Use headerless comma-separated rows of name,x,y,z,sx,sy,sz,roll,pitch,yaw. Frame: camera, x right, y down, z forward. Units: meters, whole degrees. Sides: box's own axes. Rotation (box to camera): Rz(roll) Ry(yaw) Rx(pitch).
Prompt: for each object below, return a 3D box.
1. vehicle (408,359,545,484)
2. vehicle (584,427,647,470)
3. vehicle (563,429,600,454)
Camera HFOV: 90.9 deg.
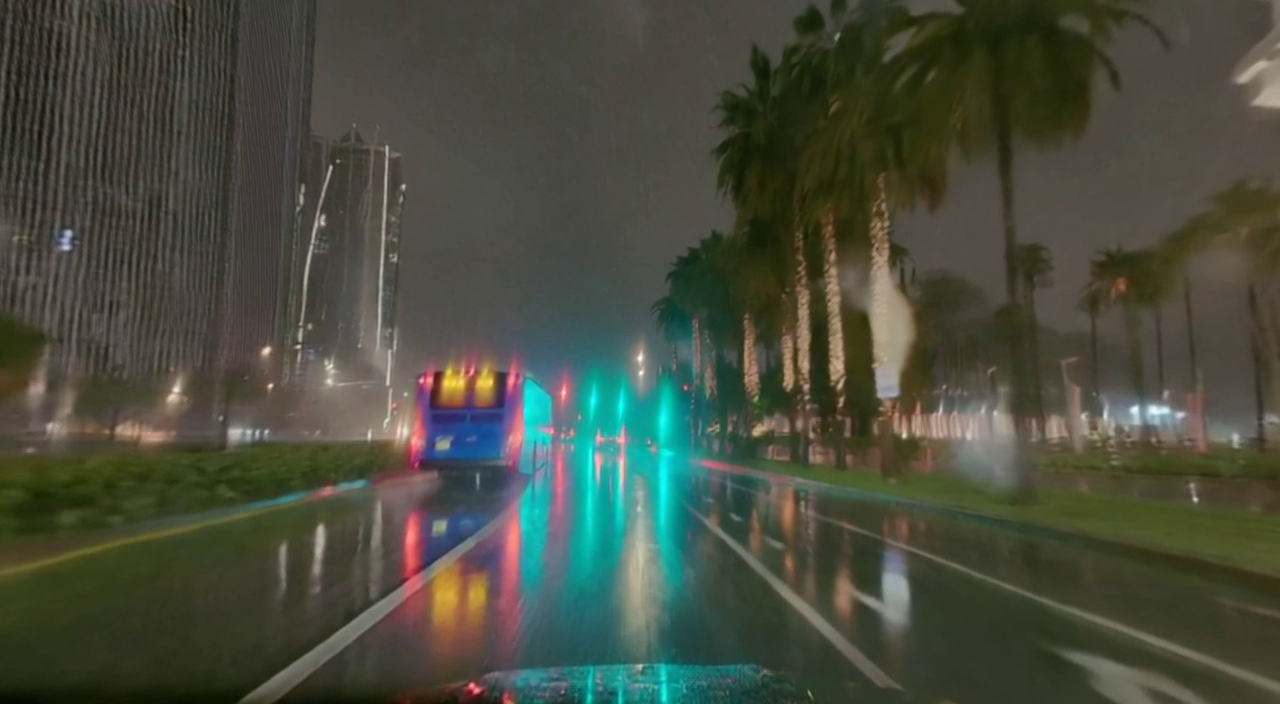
vehicle,-4.676,2.287,19.935,2.678,3.042,8.474,2,-8,-5
vehicle,-1.076,3.788,24.992,2.107,1.481,4.097,3,-8,-7
vehicle,-3.831,5.818,40.975,1.993,1.452,3.873,3,-8,-10
